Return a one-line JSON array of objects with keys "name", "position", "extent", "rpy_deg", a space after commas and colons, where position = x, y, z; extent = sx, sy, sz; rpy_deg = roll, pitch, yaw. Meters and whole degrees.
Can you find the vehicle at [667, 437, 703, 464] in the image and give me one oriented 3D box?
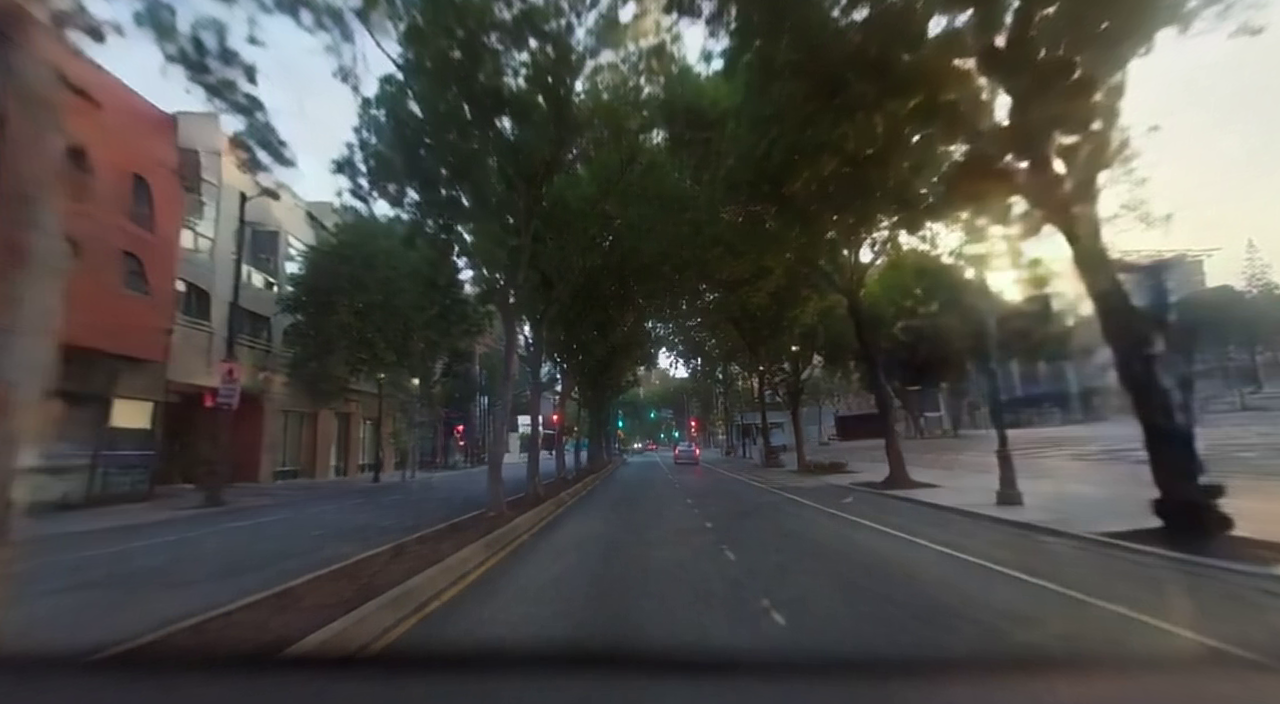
[{"name": "vehicle", "position": [3.055, 6.832, 43.721], "extent": [2.129, 1.719, 4.205], "rpy_deg": [0, -9, 0]}]
